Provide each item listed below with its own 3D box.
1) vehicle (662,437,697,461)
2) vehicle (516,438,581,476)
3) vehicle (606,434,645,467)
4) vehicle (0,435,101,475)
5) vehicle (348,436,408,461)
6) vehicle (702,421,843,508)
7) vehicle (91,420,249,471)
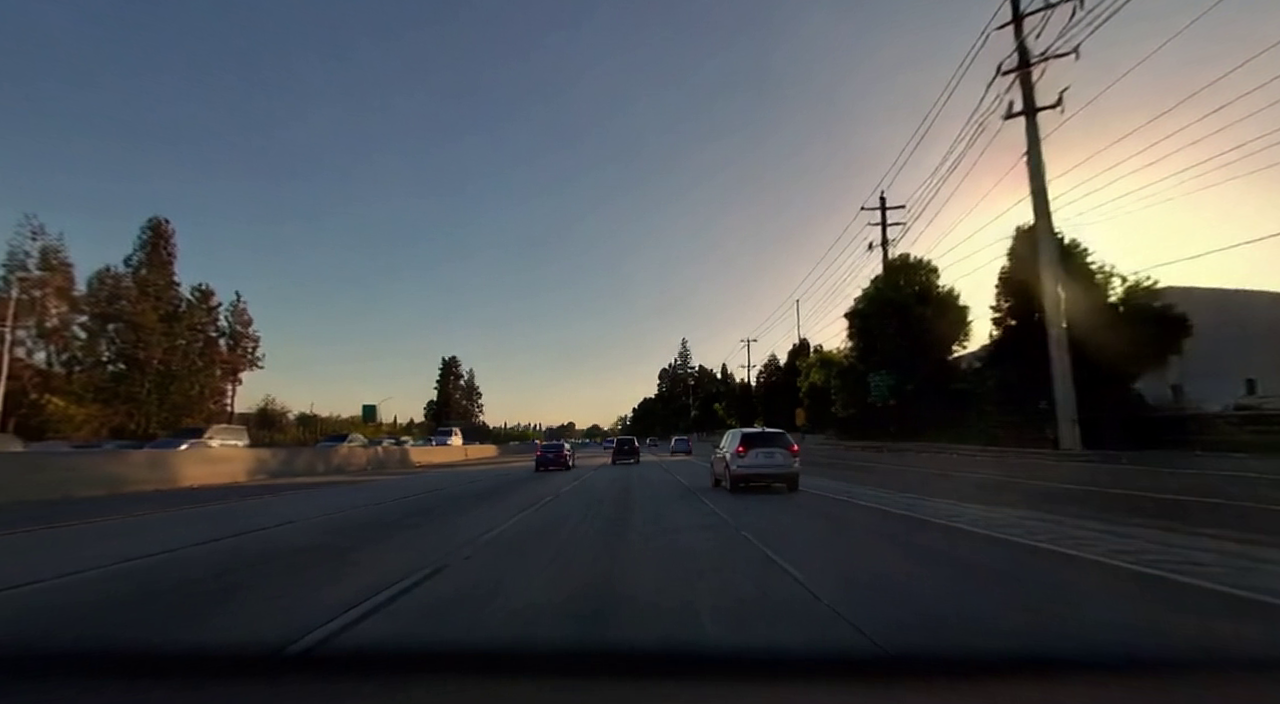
[{"bbox_3d":[2.993,7.437,48.521,2.099,1.720,4.829,0,-8,-3],"label":"vehicle"},{"bbox_3d":[-3.985,4.679,28.402,2.091,1.562,5.220,0,-8,1],"label":"vehicle"},{"bbox_3d":[-0.859,5.770,36.984,2.192,1.769,4.287,0,-8,-1],"label":"vehicle"},{"bbox_3d":[-24.191,4.077,25.068,1.806,1.445,4.241,0,-8,0],"label":"vehicle"},{"bbox_3d":[-16.969,6.269,41.060,1.945,1.555,4.551,0,-8,0],"label":"vehicle"},{"bbox_3d":[2.897,2.610,15.070,2.102,1.723,4.745,0,-8,-3],"label":"vehicle"},{"bbox_3d":[-20.568,4.165,28.134,2.350,1.970,6.174,0,-8,-1],"label":"vehicle"}]
